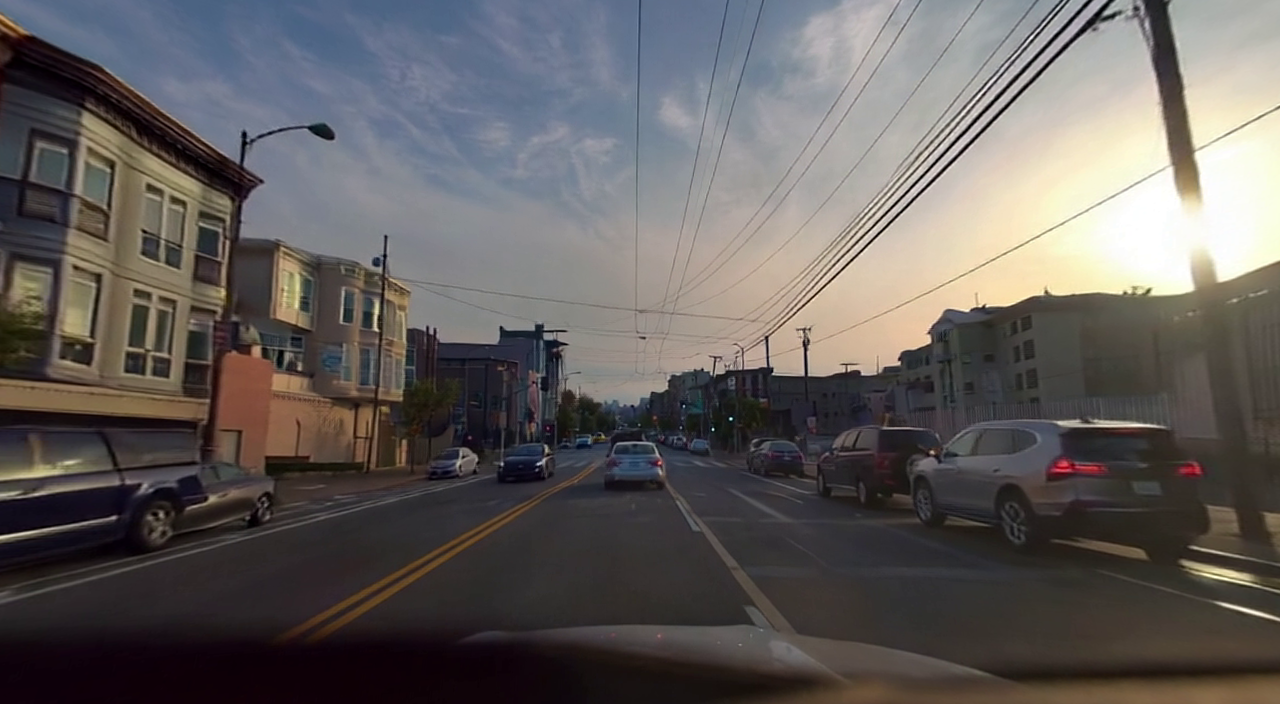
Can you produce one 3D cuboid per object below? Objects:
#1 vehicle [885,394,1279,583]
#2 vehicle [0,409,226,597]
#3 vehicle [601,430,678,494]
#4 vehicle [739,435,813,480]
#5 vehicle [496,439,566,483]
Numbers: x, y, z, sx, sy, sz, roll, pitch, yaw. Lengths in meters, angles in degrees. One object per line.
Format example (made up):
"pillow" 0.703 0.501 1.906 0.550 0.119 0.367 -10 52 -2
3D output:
"vehicle" 6.209 1.938 9.997 2.203 2.052 5.975 0 -8 -1
"vehicle" -7.380 1.586 6.941 2.095 1.847 5.290 0 -8 -1
"vehicle" -0.003 3.109 18.131 1.980 1.635 3.795 0 -8 0
"vehicle" 6.279 4.936 29.978 2.197 1.917 5.637 0 -8 0
"vehicle" -4.087 4.153 24.378 1.968 1.524 4.304 0 -8 0
